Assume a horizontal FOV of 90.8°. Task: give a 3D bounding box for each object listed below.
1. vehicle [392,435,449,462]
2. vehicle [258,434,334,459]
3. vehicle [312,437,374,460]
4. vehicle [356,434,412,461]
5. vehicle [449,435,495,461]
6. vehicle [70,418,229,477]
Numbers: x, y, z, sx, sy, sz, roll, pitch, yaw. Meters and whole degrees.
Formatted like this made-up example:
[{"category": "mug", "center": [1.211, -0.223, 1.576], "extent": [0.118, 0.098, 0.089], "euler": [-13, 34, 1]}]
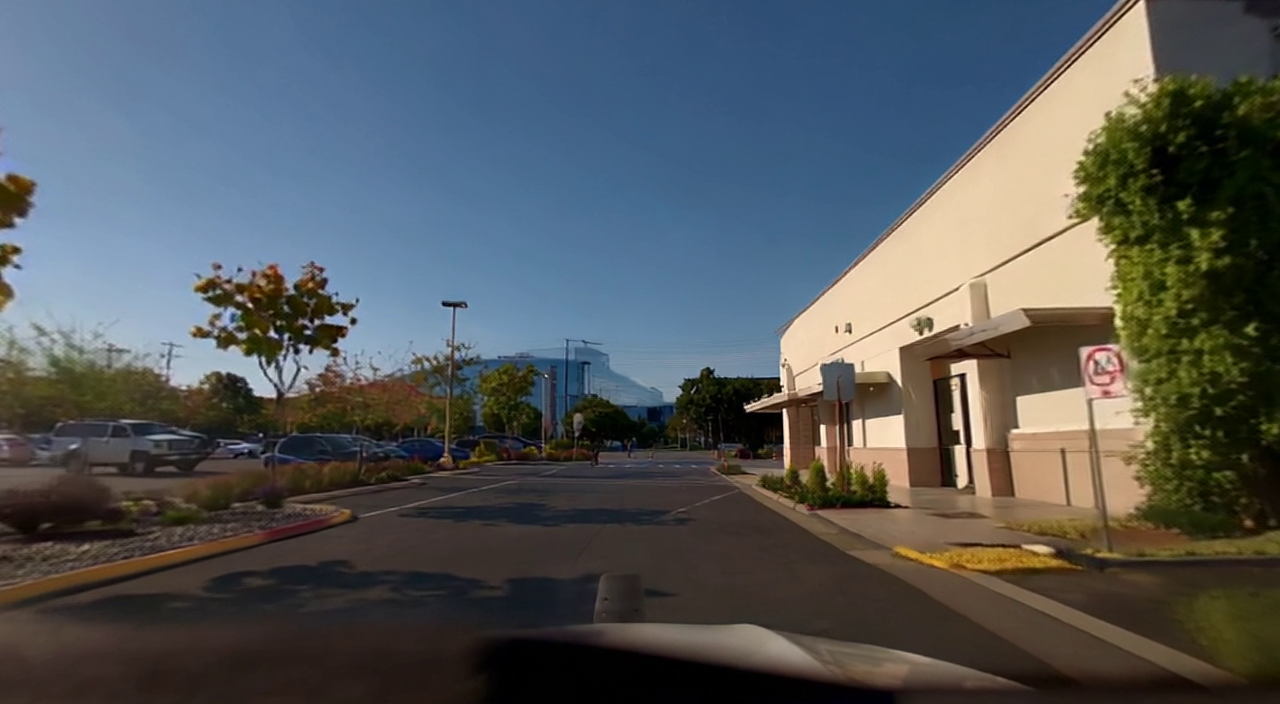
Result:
[{"category": "vehicle", "center": [-14.258, 6.296, 41.345], "extent": [1.928, 1.613, 4.197], "euler": [-1, -8, 5]}, {"category": "vehicle", "center": [-22.546, 6.229, 41.550], "extent": [1.773, 1.498, 4.085], "euler": [0, -9, 20]}, {"category": "vehicle", "center": [-19.500, 6.350, 41.619], "extent": [1.909, 1.474, 3.908], "euler": [-1, -8, 5]}, {"category": "vehicle", "center": [-16.760, 6.258, 41.506], "extent": [1.902, 1.645, 3.903], "euler": [0, -8, 2]}, {"category": "vehicle", "center": [-11.085, 6.387, 41.993], "extent": [1.892, 1.597, 4.259], "euler": [0, -8, 0]}, {"category": "vehicle", "center": [-17.769, 3.508, 23.238], "extent": [1.972, 1.923, 4.535], "euler": [-1, -8, 3]}]
